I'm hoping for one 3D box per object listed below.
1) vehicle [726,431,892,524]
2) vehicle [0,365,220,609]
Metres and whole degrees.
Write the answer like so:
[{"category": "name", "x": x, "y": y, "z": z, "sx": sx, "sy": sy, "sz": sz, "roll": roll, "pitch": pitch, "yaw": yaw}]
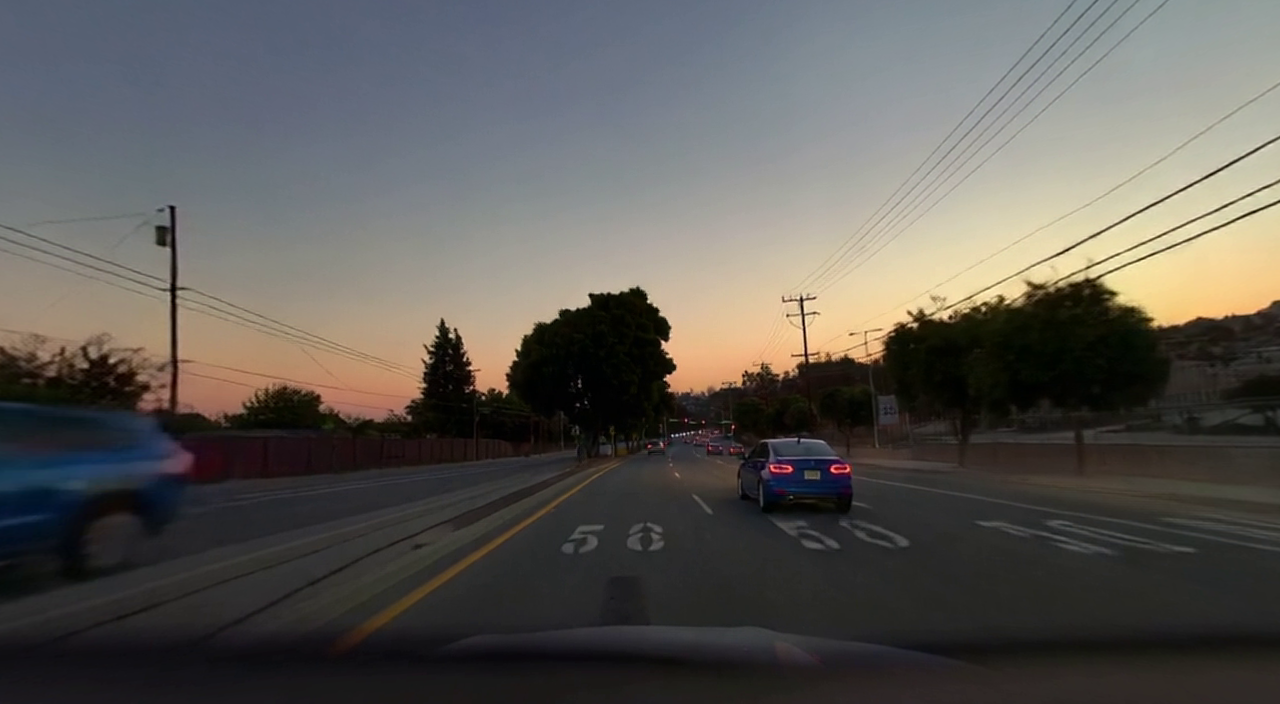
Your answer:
[{"category": "vehicle", "x": 3.036, "y": 2.350, "z": 12.402, "sx": 2.063, "sy": 1.481, "sz": 4.247, "roll": 0, "pitch": -8, "yaw": 0}, {"category": "vehicle", "x": -5.981, "y": 1.091, "z": 5.186, "sx": 1.983, "sy": 1.882, "sz": 4.281, "roll": 0, "pitch": -8, "yaw": 1}]
